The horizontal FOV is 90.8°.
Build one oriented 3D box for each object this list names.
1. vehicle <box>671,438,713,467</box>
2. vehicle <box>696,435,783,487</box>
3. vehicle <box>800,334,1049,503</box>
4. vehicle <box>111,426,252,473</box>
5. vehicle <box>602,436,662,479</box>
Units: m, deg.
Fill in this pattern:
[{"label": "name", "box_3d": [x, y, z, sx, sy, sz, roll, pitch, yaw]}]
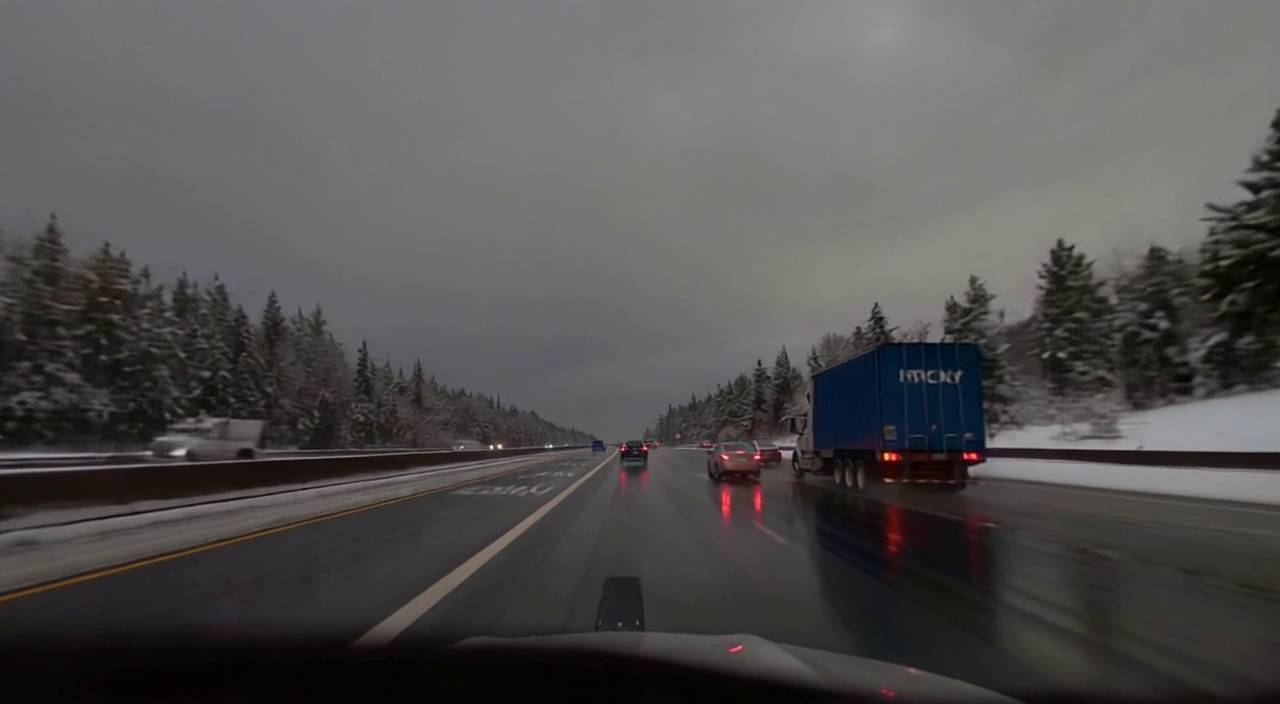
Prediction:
[{"label": "vehicle", "box_3d": [2.845, 5.578, 35.205, 1.856, 1.517, 4.198, 0, -9, -2]}, {"label": "vehicle", "box_3d": [3.152, 3.576, 21.081, 1.993, 1.504, 4.781, 0, -9, -2]}, {"label": "vehicle", "box_3d": [7.261, 2.055, 18.068, 2.799, 3.655, 8.627, 0, -9, -2]}, {"label": "vehicle", "box_3d": [-21.634, 4.669, 30.277, 2.313, 2.001, 5.954, 0, -8, -1]}, {"label": "vehicle", "box_3d": [-0.315, 4.010, 24.274, 2.098, 1.475, 3.997, 0, -9, -1]}]
